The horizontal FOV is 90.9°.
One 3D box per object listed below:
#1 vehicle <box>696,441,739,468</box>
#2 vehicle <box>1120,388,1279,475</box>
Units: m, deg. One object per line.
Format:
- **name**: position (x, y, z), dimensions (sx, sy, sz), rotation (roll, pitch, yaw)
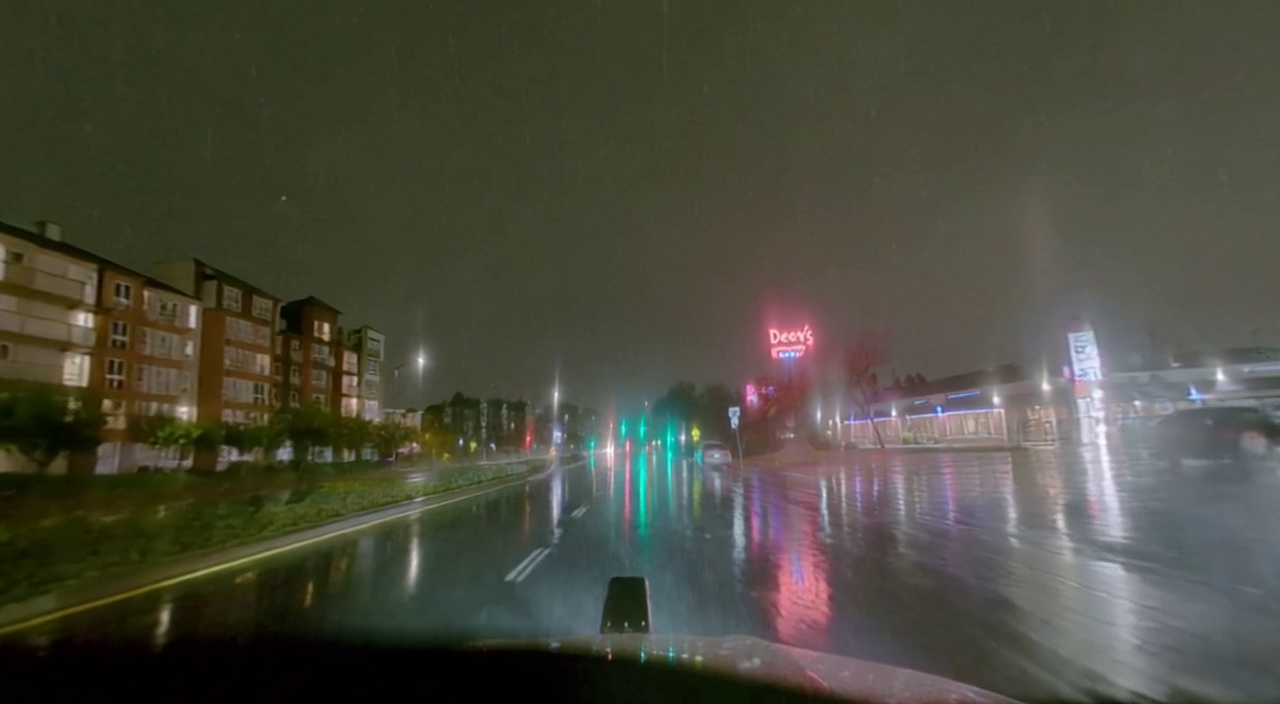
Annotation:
- **vehicle**: position (4.740, 6.362, 39.313), dimensions (2.085, 1.509, 5.134), rotation (0, -8, 1)
- **vehicle**: position (14.850, 2.011, 15.606), dimensions (2.202, 1.822, 4.978), rotation (-1, -8, 4)
